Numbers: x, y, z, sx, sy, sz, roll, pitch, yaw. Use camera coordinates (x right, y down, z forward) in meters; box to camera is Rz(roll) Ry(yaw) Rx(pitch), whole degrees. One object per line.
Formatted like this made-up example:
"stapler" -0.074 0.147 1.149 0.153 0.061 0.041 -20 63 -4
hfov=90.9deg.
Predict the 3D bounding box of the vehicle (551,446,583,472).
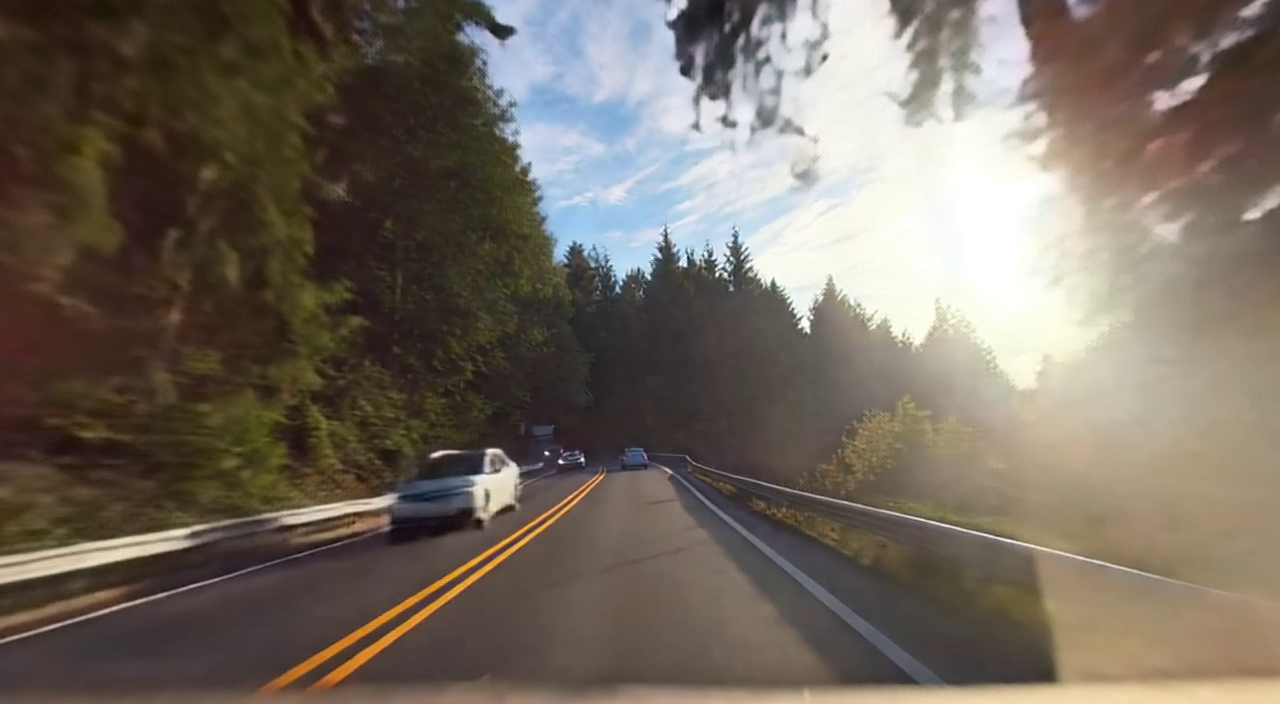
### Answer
"vehicle" -5.542 8.173 48.558 2.319 1.864 4.569 1 -8 -5

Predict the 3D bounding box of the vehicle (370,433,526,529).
"vehicle" -4.212 2.888 14.891 2.066 1.827 5.178 0 -8 0

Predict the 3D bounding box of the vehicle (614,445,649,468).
"vehicle" -0.652 7.142 43.249 2.120 1.491 4.349 1 -8 -5
